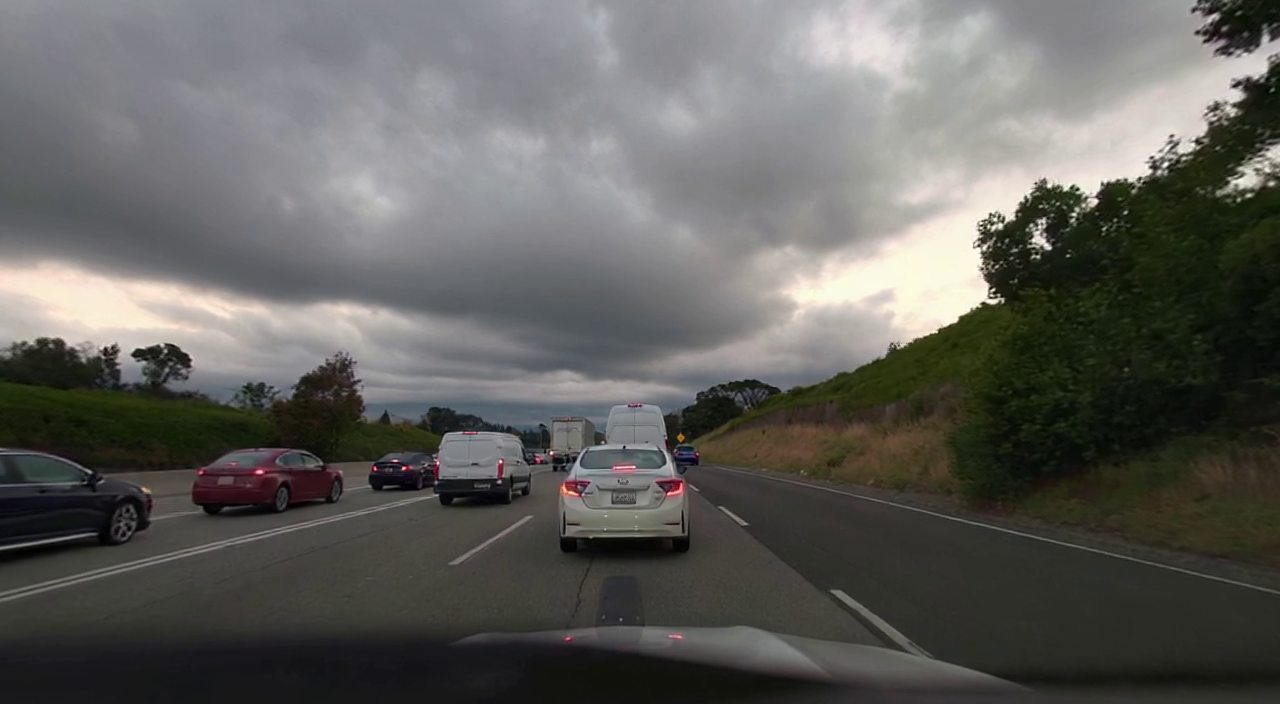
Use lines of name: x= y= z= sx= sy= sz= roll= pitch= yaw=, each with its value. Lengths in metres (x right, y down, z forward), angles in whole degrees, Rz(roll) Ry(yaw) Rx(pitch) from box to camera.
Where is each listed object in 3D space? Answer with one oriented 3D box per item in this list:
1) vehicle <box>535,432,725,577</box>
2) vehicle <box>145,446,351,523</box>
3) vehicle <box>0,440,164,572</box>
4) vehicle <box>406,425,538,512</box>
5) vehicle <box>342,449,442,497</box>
vehicle: x=-0.141 y=1.872 z=8.410 sx=1.995 sy=1.495 sz=3.380 roll=0 pitch=-9 yaw=-1
vehicle: x=-8.699 y=2.938 z=14.597 sx=1.884 sy=1.484 sz=4.389 roll=-1 pitch=-9 yaw=1
vehicle: x=-8.285 y=1.801 z=7.395 sx=1.864 sy=1.492 sz=4.453 roll=-1 pitch=-9 yaw=1
vehicle: x=-4.154 y=2.977 z=16.529 sx=2.055 sy=1.913 sz=4.584 roll=-1 pitch=-9 yaw=2
vehicle: x=-8.418 y=4.100 z=21.794 sx=1.826 sy=1.465 sz=3.916 roll=-1 pitch=-9 yaw=1
